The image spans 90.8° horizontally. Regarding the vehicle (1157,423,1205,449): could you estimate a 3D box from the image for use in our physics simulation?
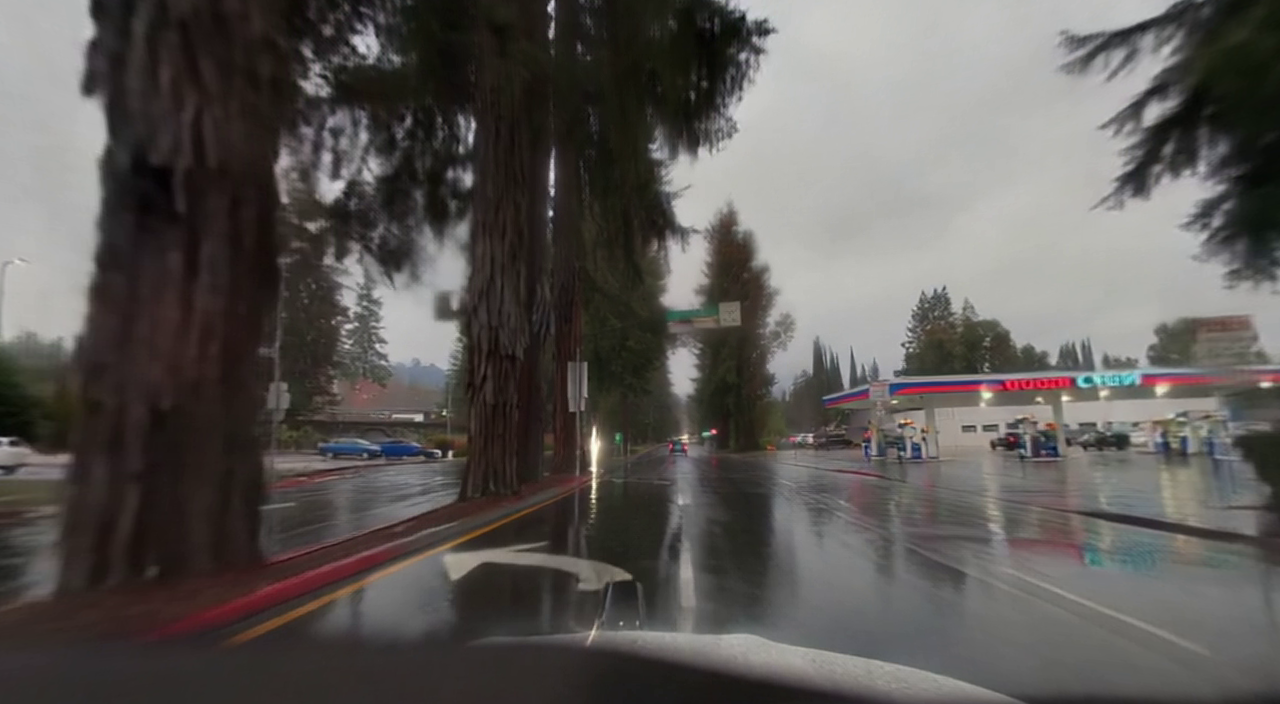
[{"bbox_3d":[36.801,5.758,42.955,3.928,1.684,1.912,8,-12,-43],"label":"vehicle"}]

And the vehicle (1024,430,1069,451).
[{"bbox_3d":[31.147,6.805,48.362,4.406,1.480,1.815,8,-12,-44],"label":"vehicle"}]

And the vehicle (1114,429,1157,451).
[{"bbox_3d":[34.702,6.169,44.218,3.931,1.422,1.771,8,-12,-44],"label":"vehicle"}]

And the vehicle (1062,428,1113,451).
[{"bbox_3d":[32.823,6.405,46.269,4.355,1.561,2.103,8,-10,-43],"label":"vehicle"}]
